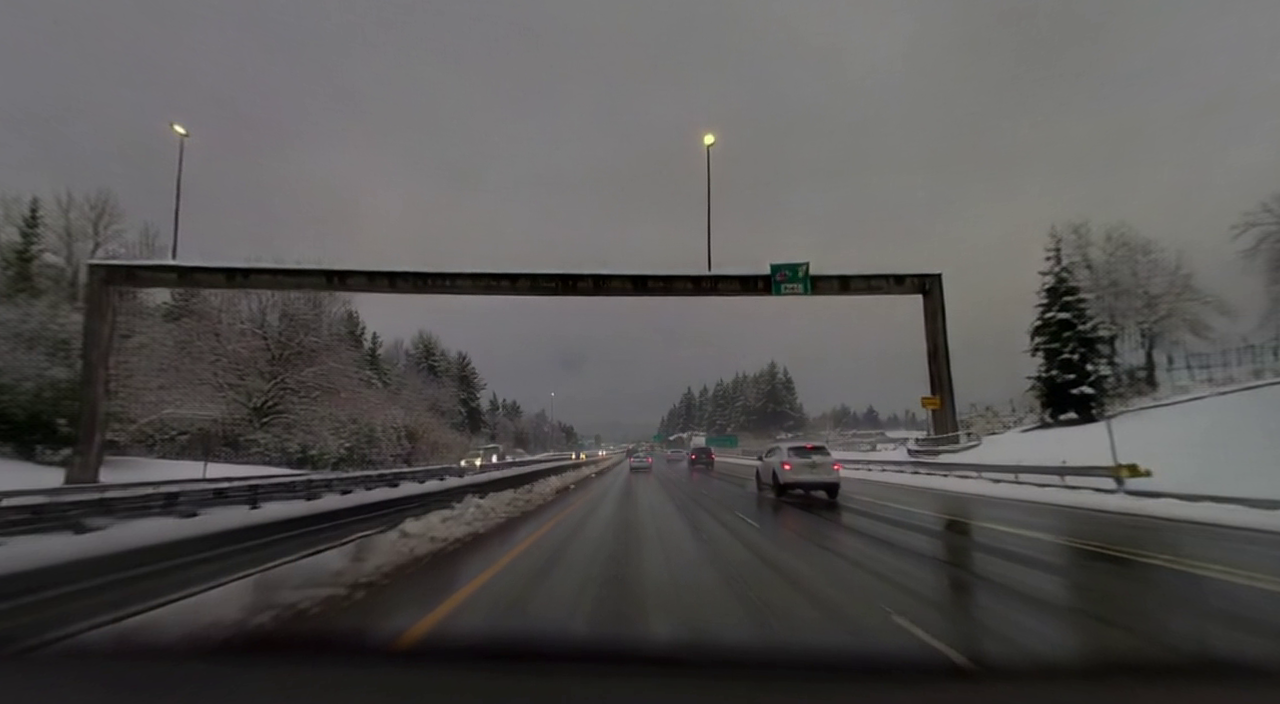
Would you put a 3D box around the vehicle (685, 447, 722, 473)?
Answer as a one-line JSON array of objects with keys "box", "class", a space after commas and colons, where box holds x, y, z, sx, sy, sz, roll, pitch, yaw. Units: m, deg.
[{"box": [4.181, 7.161, 41.872, 1.935, 1.594, 3.981, 0, -9, -1], "class": "vehicle"}]

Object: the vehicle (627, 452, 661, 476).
[{"box": [0.237, 6.826, 38.620, 2.012, 1.320, 3.777, 0, -9, 0], "class": "vehicle"}]

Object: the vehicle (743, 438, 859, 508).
[{"box": [4.242, 3.273, 17.476, 1.969, 1.639, 4.472, 0, -9, -1], "class": "vehicle"}]
